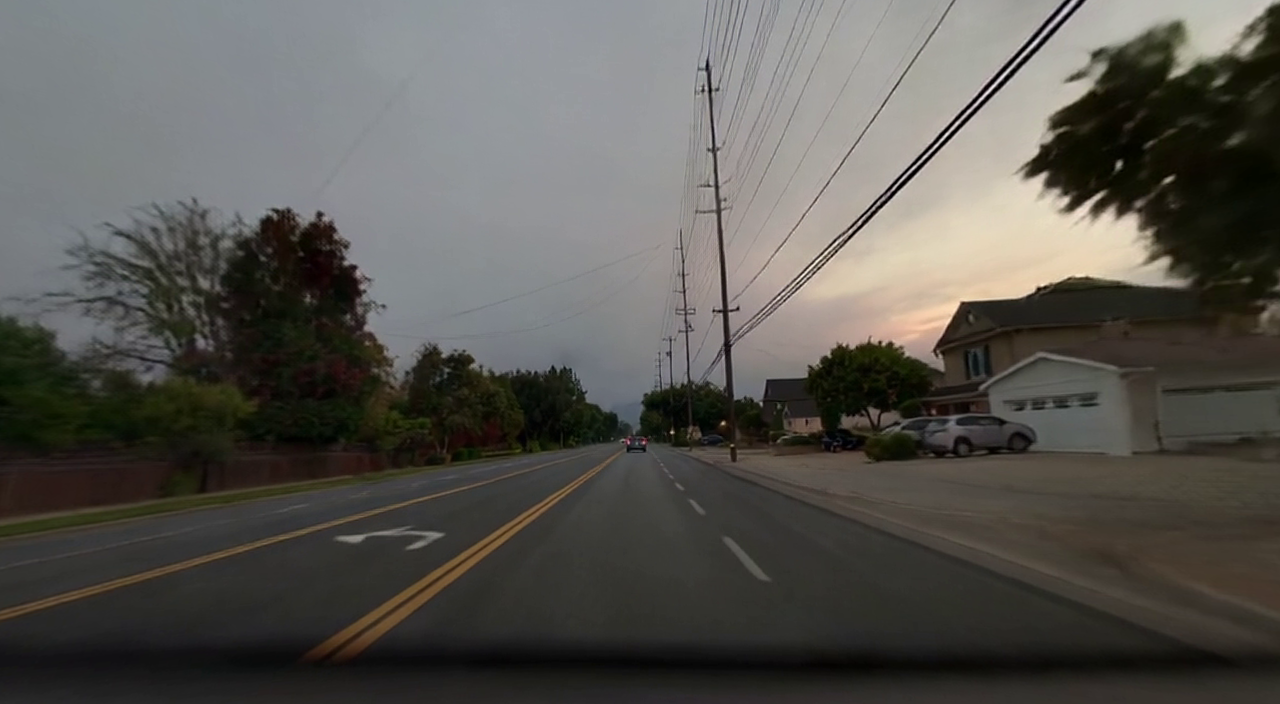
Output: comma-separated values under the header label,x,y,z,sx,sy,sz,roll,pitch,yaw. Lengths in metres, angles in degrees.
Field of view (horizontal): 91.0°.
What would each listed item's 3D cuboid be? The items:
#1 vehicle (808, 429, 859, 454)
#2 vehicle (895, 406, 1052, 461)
label,x,y,z,sx,sy,sz,roll,pitch,yaw
vehicle,12.176,5.685,39.964,1.846,1.523,4.492,0,-8,1
vehicle,12.971,3.218,24.749,4.905,2.056,2.058,0,-8,0
